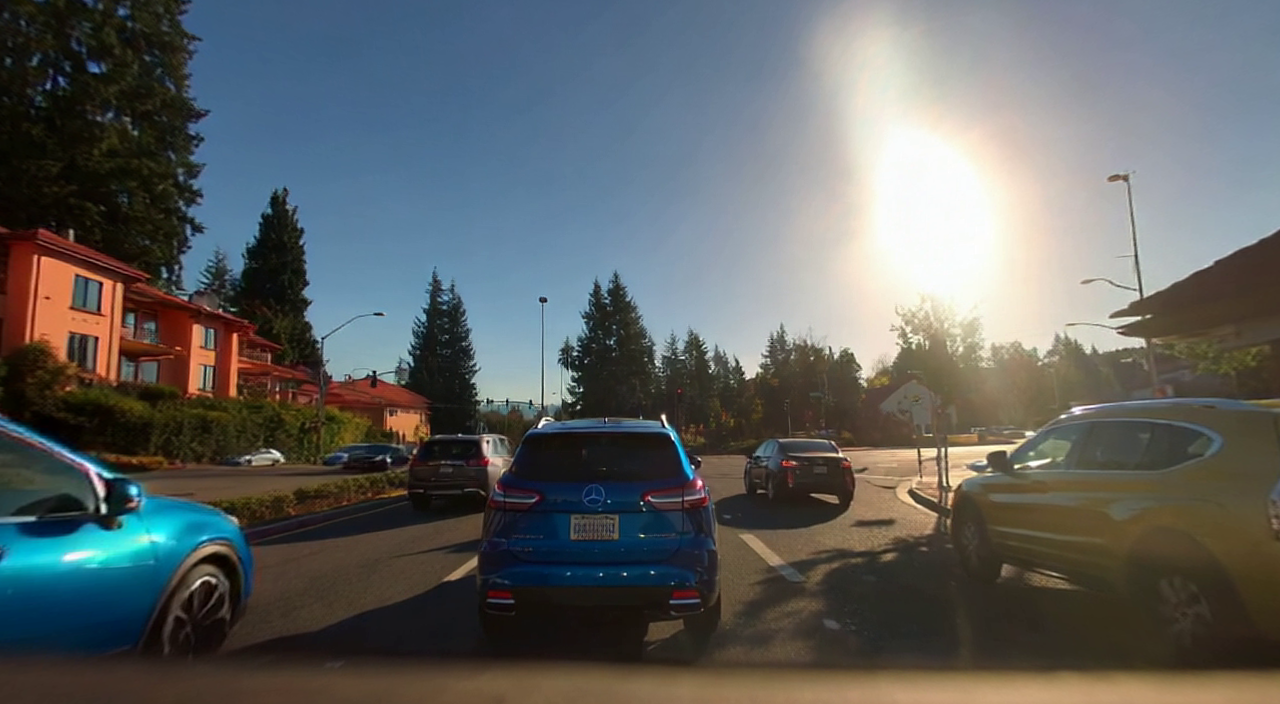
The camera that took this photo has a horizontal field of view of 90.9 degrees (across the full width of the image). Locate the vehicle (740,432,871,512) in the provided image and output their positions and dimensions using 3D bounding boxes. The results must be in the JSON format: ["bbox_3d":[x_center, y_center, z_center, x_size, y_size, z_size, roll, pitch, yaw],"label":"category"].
[{"bbox_3d":[3.586,2.662,14.466,1.847,1.554,3.885,0,-8,-2],"label":"vehicle"}]

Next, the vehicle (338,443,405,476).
[{"bbox_3d":[-15.362,6.134,36.282,1.949,1.744,4.109,0,-8,1],"label":"vehicle"}]

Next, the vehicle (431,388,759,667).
[{"bbox_3d":[-0.193,1.378,6.018,2.022,1.700,4.084,0,-8,3],"label":"vehicle"}]

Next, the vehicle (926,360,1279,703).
[{"bbox_3d":[4.196,1.220,4.996,2.014,1.740,4.515,-1,-8,4],"label":"vehicle"}]

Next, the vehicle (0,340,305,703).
[{"bbox_3d":[-3.467,0.803,2.220,2.047,1.741,4.470,0,-8,1],"label":"vehicle"}]
